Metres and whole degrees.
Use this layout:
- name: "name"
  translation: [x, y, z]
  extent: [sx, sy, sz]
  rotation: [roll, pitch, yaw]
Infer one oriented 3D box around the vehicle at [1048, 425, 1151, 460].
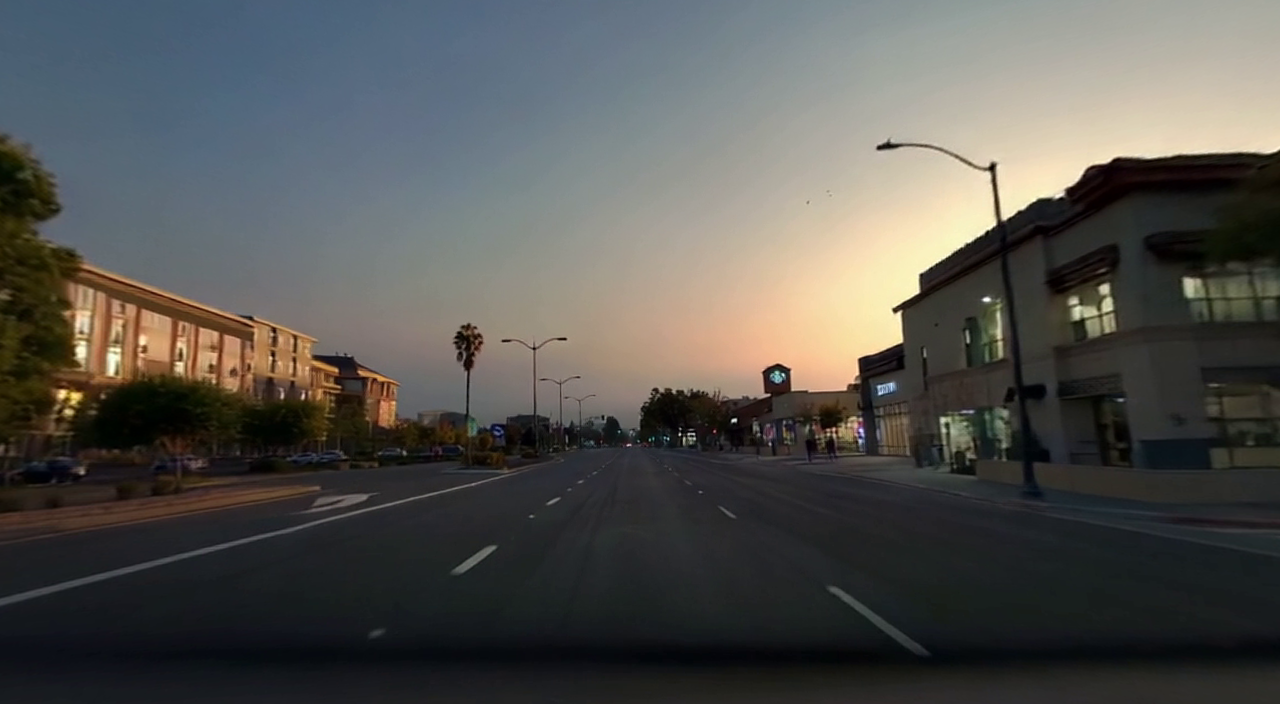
- name: "vehicle"
  translation: [29.700, 5.813, 40.798]
  extent: [6.327, 1.962, 2.210]
  rotation: [1, -9, -23]
